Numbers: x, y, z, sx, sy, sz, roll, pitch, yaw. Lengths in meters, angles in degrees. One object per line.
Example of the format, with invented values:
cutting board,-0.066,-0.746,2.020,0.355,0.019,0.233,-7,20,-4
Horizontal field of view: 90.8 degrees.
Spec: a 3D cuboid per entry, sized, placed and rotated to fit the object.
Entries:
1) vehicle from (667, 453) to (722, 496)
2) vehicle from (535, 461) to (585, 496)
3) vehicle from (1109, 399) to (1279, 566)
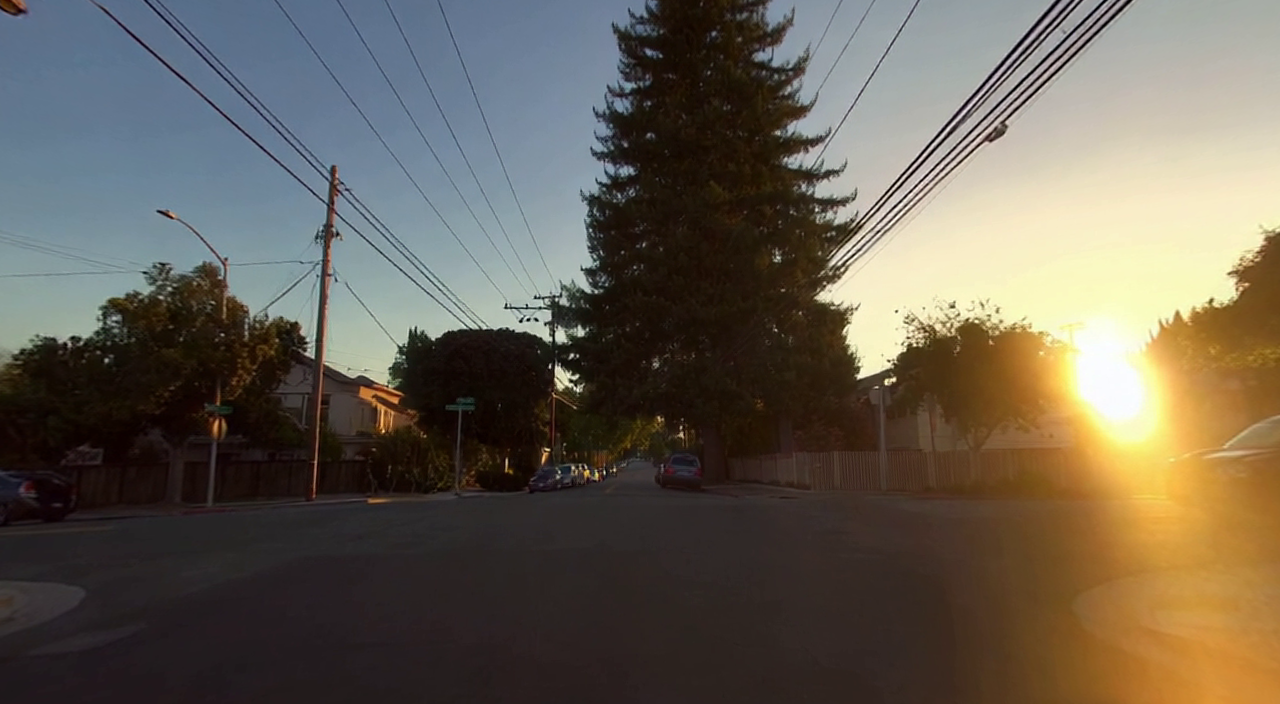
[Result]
vehicle,2.582,5.950,31.072,2.051,1.874,4.459,0,-8,-3
vehicle,-4.296,6.919,34.635,2.189,1.771,4.571,0,-11,-1
vehicle,9.695,1.688,8.570,4.677,1.949,2.334,-1,-8,3
